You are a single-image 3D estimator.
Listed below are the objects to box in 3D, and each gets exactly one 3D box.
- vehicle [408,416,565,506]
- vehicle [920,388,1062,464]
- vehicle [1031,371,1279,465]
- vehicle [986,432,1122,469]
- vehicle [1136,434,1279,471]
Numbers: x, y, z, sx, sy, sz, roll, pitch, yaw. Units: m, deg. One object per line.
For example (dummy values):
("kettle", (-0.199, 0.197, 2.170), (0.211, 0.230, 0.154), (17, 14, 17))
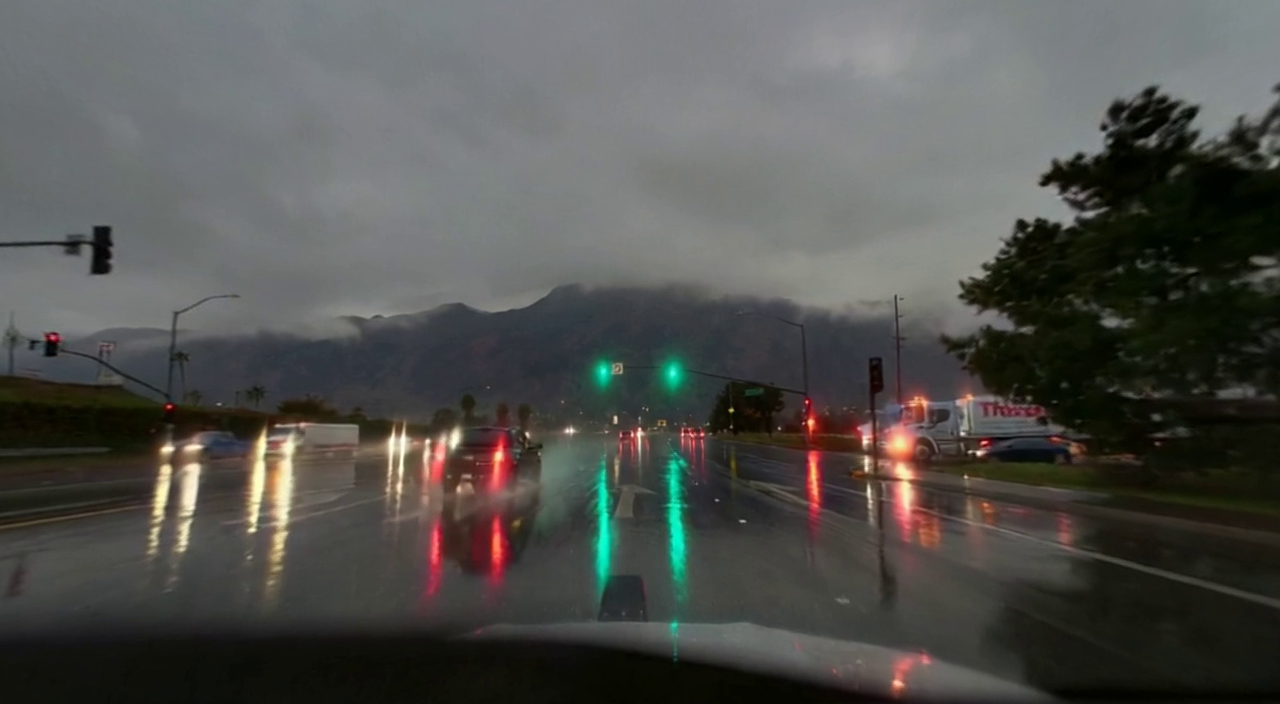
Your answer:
("vehicle", (-3.209, 2.435, 14.300), (2.287, 1.712, 4.537), (0, -9, 2))
("vehicle", (18.443, 4.001, 33.350), (5.512, 3.865, 3.002), (0, -10, 4))
("vehicle", (30.150, 3.454, 32.598), (16.628, 4.605, 3.321), (-1, -8, 6))
("vehicle", (19.235, 4.599, 29.355), (4.769, 1.638, 2.091), (0, -9, 2))
("vehicle", (26.370, 4.629, 28.960), (4.992, 1.579, 2.193), (0, -9, 2))
